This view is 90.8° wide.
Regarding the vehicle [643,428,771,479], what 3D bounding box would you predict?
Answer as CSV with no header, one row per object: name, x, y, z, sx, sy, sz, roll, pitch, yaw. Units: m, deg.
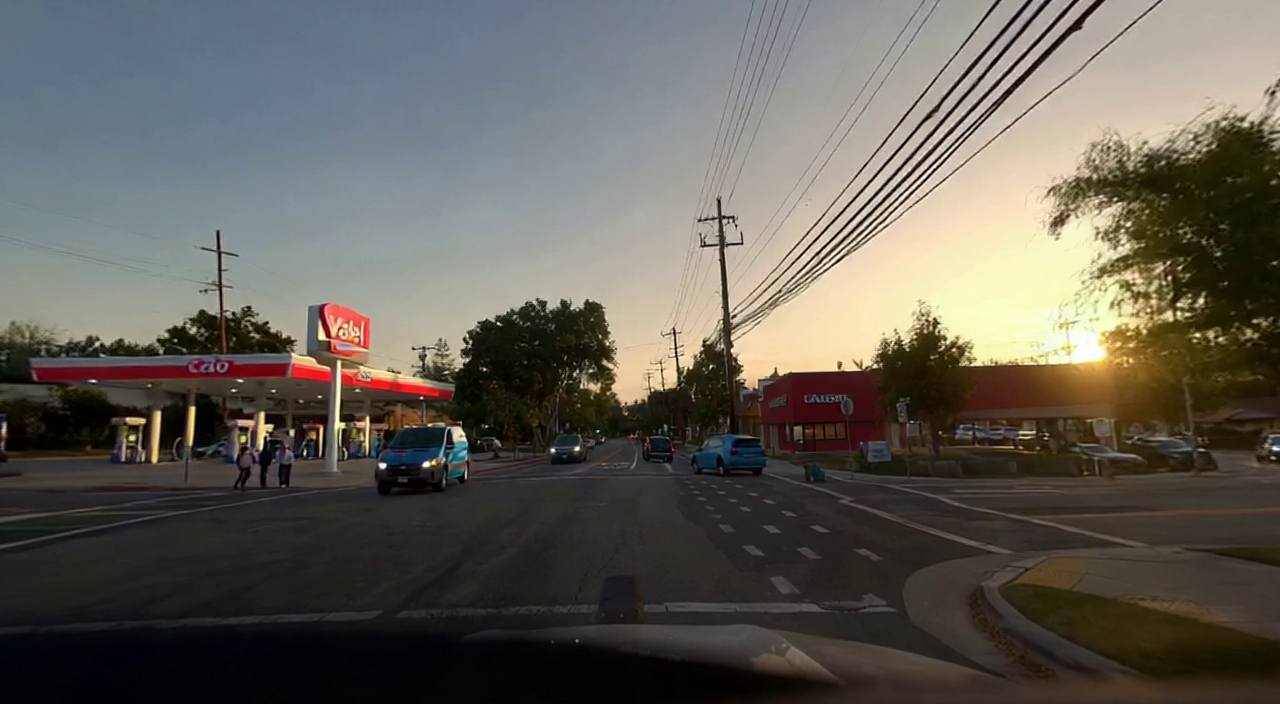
vehicle,2.395,3.707,23.252,4.271,1.663,2.000,-7,-11,41

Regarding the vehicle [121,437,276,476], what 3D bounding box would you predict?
vehicle,-17.894,4.216,25.713,5.116,1.487,1.928,-1,-9,8

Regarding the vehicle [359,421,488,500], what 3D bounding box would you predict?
vehicle,-5.933,3.041,18.096,2.222,1.931,4.882,0,-9,-3

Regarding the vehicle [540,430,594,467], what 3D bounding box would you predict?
vehicle,-3.923,5.292,34.662,2.274,1.844,4.843,0,-9,1

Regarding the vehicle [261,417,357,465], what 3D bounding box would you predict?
vehicle,-17.166,4.675,33.089,2.499,2.309,4.613,0,-9,-1
